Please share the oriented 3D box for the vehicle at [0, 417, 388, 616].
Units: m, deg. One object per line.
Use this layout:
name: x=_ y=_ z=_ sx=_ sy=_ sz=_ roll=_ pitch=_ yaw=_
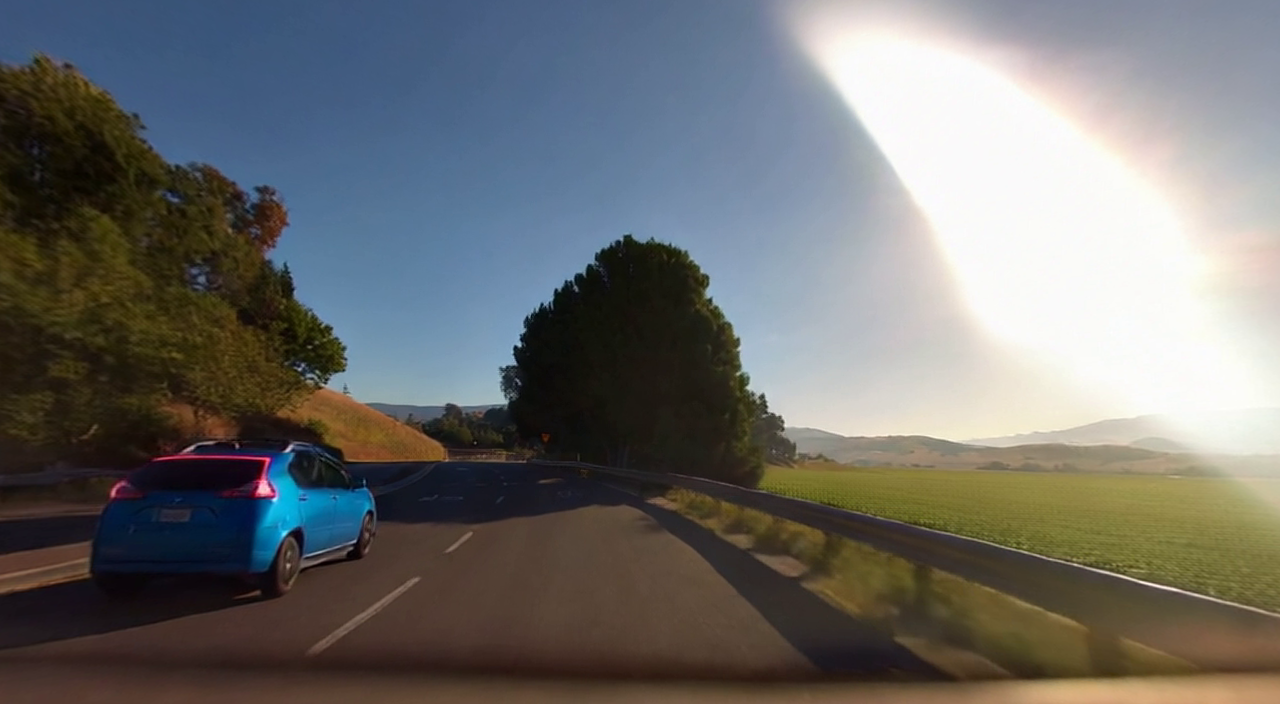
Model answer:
vehicle: x=-4.698 y=1.667 z=7.238 sx=2.078 sy=1.607 sz=3.959 roll=0 pitch=-9 yaw=-3
